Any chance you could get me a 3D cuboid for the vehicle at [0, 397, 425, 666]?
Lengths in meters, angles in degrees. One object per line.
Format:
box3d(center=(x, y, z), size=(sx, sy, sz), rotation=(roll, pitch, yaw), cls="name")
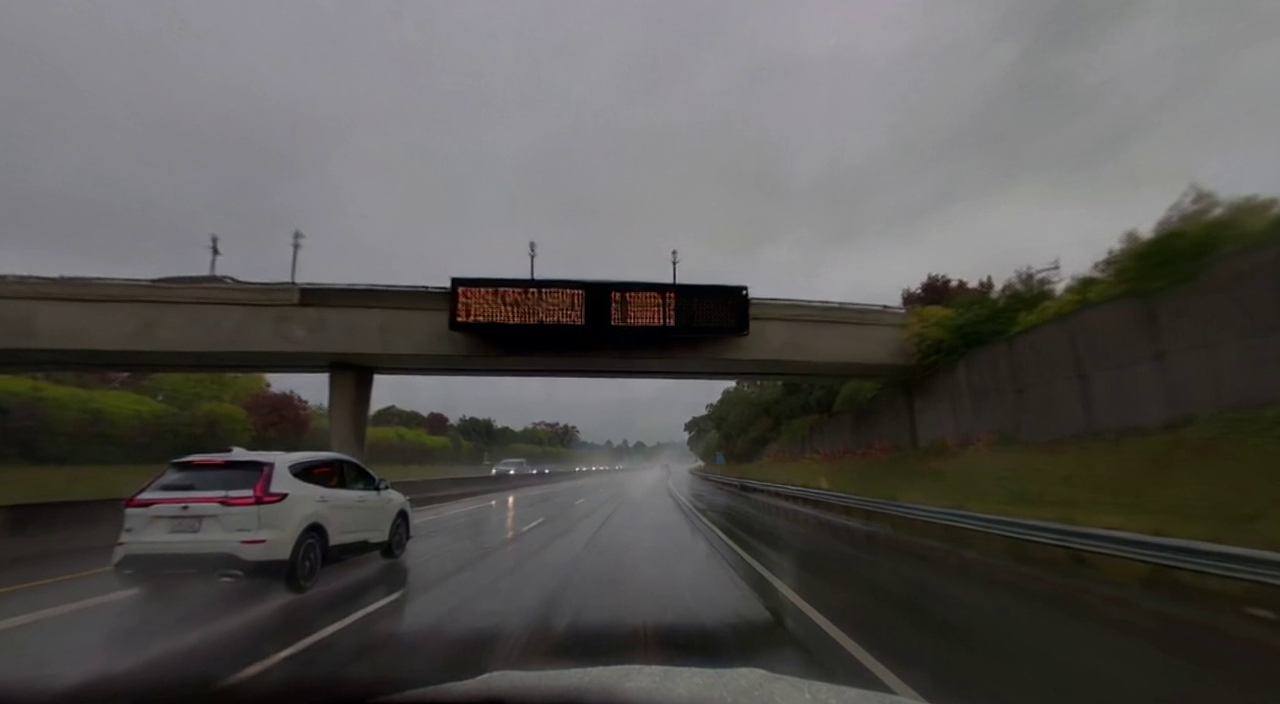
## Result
box3d(center=(-4.127, 1.572, 6.464), size=(2.141, 1.697, 4.641), rotation=(1, -10, 0), cls="vehicle")
